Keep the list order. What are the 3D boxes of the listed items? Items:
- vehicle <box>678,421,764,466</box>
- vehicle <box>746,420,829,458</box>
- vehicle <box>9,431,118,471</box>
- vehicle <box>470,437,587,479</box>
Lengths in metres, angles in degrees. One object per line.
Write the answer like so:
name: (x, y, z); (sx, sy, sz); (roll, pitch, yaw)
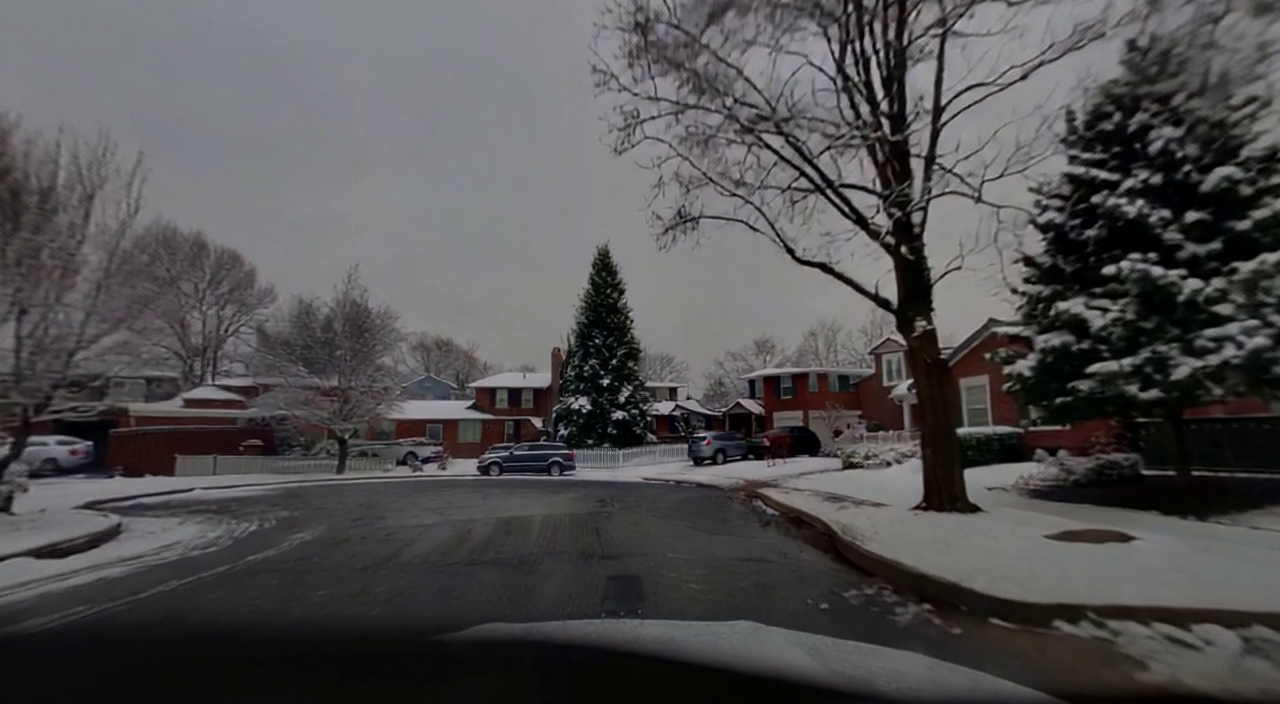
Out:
vehicle: (4.207, 4.619, 32.405); (2.310, 1.701, 4.280); (-3, -1, 41)
vehicle: (7.539, 4.467, 32.007); (2.152, 1.773, 4.495); (-8, -12, 41)
vehicle: (-27.148, 4.655, 29.755); (4.237, 1.728, 2.203); (-4, -10, 26)
vehicle: (-5.063, 4.864, 29.040); (4.815, 1.827, 2.147); (-1, -9, 9)
